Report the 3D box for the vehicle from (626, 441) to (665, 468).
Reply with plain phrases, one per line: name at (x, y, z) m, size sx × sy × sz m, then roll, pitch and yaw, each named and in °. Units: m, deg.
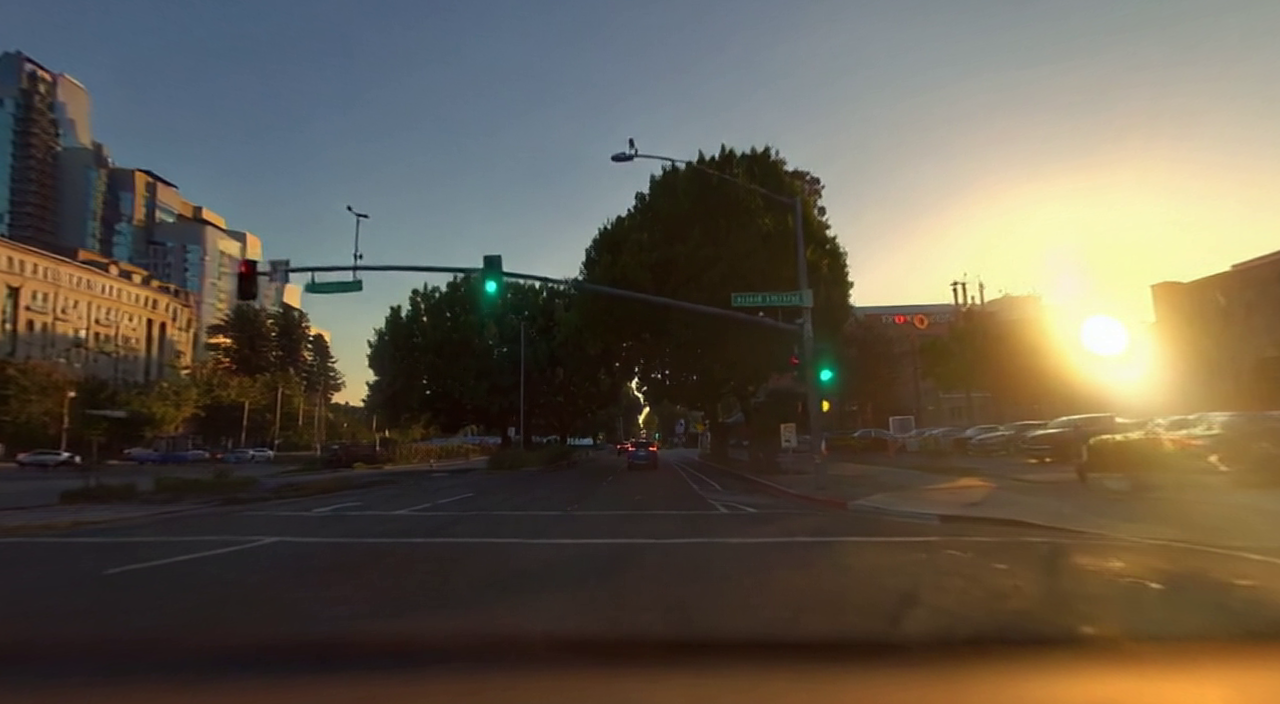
vehicle at (0.328, 5.944, 36.689) m, size 2.115 × 1.461 × 3.976 m, roll 0°, pitch -8°, yaw 1°
